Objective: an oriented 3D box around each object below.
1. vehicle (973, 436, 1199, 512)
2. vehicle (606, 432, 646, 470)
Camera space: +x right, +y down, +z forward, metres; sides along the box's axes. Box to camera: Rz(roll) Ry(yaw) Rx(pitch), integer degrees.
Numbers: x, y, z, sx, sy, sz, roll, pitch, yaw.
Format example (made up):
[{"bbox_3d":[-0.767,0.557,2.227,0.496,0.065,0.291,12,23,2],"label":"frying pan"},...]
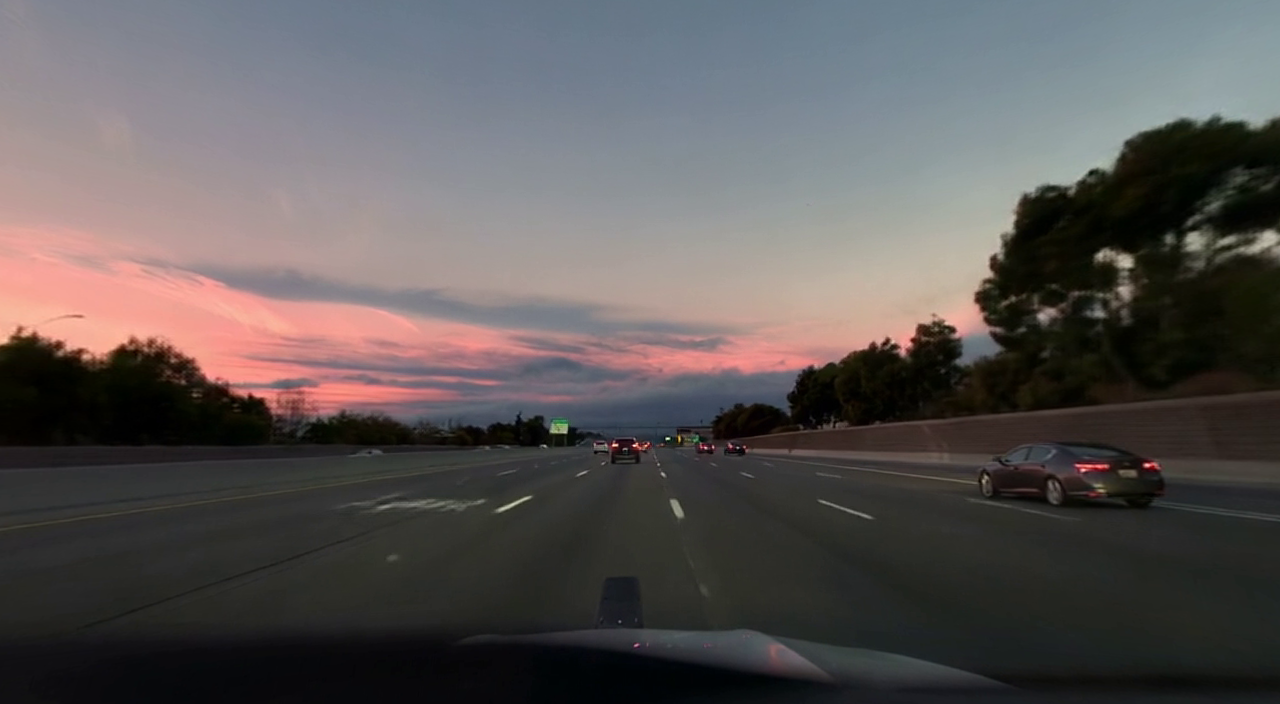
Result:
[{"bbox_3d":[9.810,2.692,14.471,1.900,1.432,4.519,0,-8,0],"label":"vehicle"},{"bbox_3d":[-0.653,5.194,33.126,1.893,1.827,4.513,0,-8,1],"label":"vehicle"}]
